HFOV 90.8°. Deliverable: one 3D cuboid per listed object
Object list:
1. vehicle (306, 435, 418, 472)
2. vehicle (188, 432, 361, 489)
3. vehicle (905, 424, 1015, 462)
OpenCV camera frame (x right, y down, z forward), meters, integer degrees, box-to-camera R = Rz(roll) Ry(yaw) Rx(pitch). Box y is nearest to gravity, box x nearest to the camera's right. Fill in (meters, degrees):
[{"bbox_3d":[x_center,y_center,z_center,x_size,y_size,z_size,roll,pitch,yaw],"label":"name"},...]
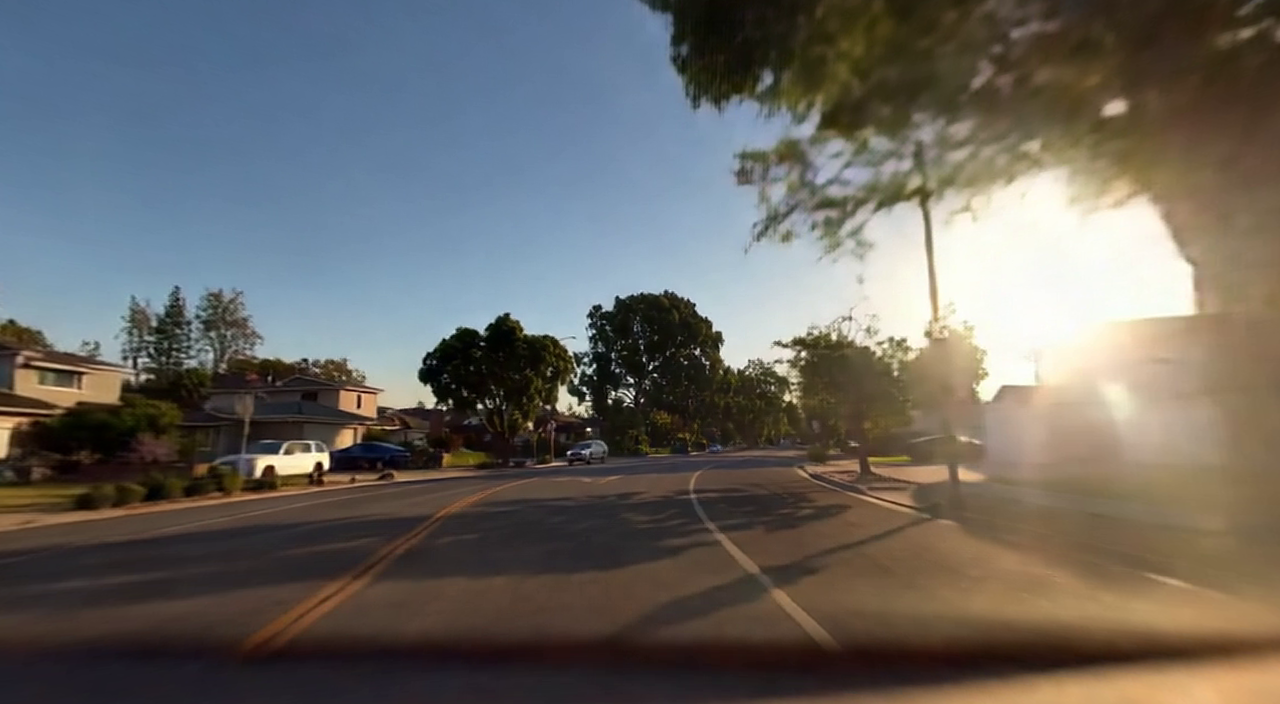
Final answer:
[{"bbox_3d":[-16.695,6.116,38.010,6.010,1.935,2.255,-4,-10,14],"label":"vehicle"},{"bbox_3d":[-14.389,4.308,25.599,2.418,1.969,6.615,-1,-8,8],"label":"vehicle"},{"bbox_3d":[17.900,5.175,35.669,5.073,1.729,2.161,-6,-11,17],"label":"vehicle"}]
